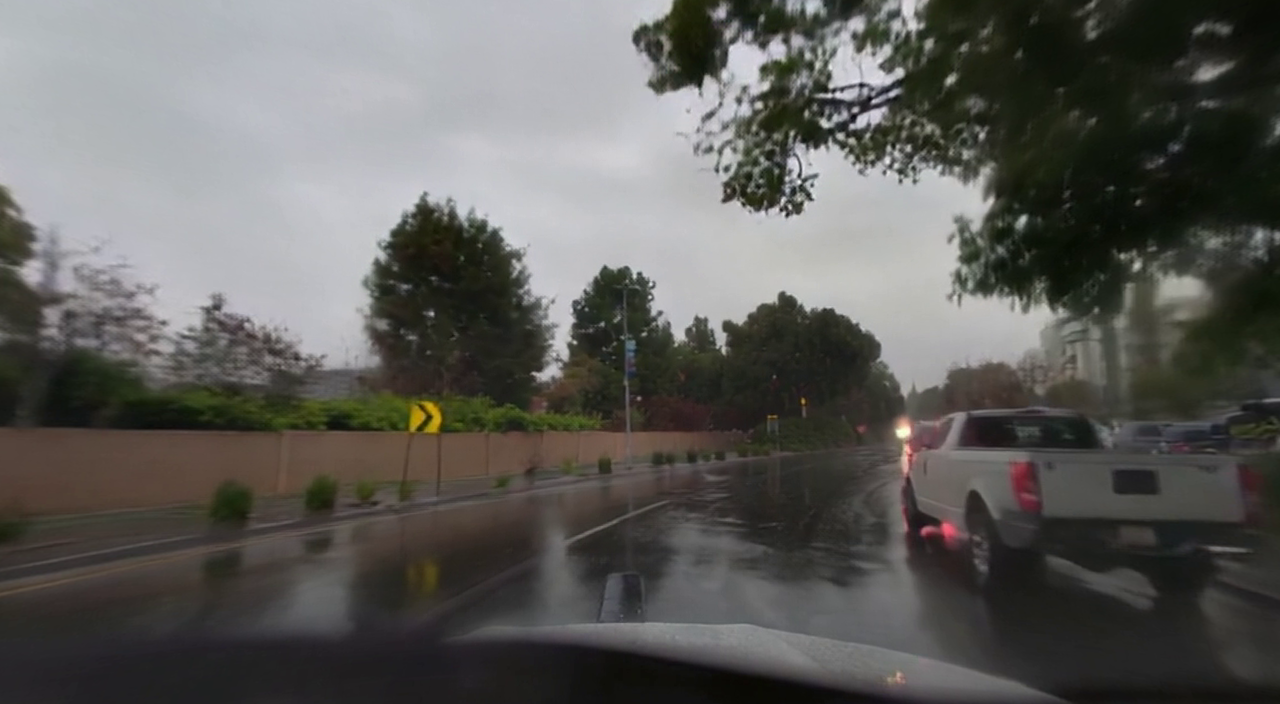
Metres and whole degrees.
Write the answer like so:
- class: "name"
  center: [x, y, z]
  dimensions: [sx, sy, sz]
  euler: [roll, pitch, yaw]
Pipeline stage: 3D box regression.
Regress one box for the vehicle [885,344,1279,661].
- class: "vehicle"
  center: [4.509, 1.345, 6.866]
  dimensions: [2.483, 1.978, 5.802]
  euler: [-2, -9, 12]
